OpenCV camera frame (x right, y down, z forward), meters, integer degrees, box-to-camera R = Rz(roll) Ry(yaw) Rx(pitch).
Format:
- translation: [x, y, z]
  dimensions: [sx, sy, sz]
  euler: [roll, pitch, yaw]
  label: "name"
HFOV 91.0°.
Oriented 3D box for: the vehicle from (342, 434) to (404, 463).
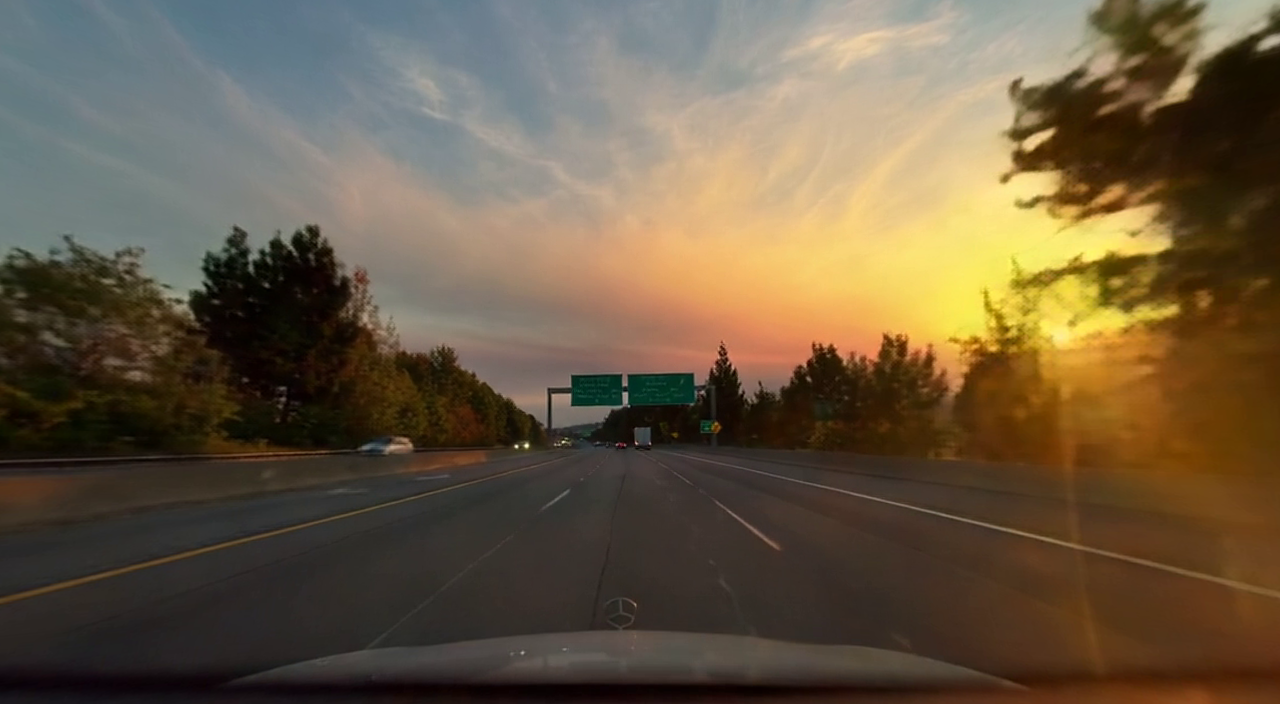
- translation: [-17.692, 6.400, 41.937]
  dimensions: [2.037, 1.828, 4.941]
  euler: [0, -8, -1]
  label: "vehicle"
